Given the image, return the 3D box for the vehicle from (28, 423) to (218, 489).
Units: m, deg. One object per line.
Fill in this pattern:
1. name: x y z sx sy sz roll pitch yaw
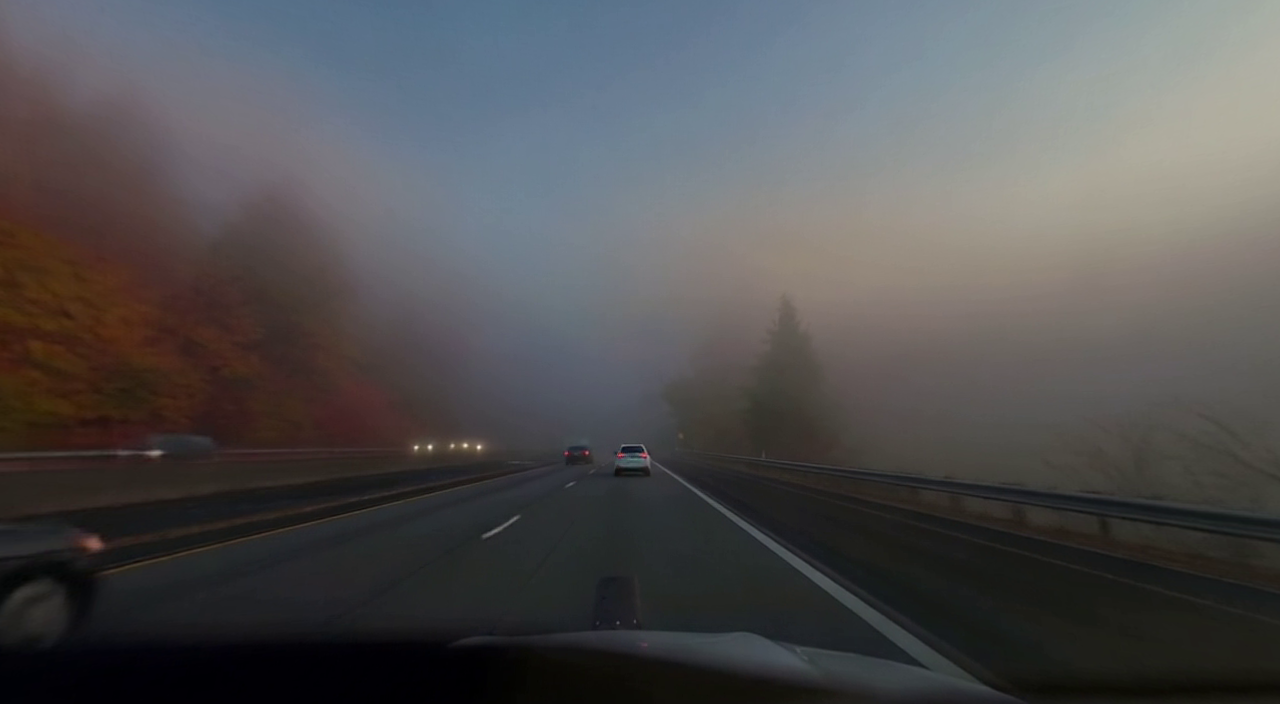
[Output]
1. vehicle: -13.565 2.773 16.846 1.800 1.517 4.110 0 -9 -5

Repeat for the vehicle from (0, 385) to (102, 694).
1. vehicle: -4.332 0.708 1.459 1.931 1.603 4.739 -1 -9 0

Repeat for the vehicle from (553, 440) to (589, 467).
1. vehicle: -4.737 7.058 43.639 1.974 1.688 4.727 0 -9 -1

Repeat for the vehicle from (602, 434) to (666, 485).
1. vehicle: -0.227 3.888 22.845 2.115 1.661 4.049 0 -9 -1
